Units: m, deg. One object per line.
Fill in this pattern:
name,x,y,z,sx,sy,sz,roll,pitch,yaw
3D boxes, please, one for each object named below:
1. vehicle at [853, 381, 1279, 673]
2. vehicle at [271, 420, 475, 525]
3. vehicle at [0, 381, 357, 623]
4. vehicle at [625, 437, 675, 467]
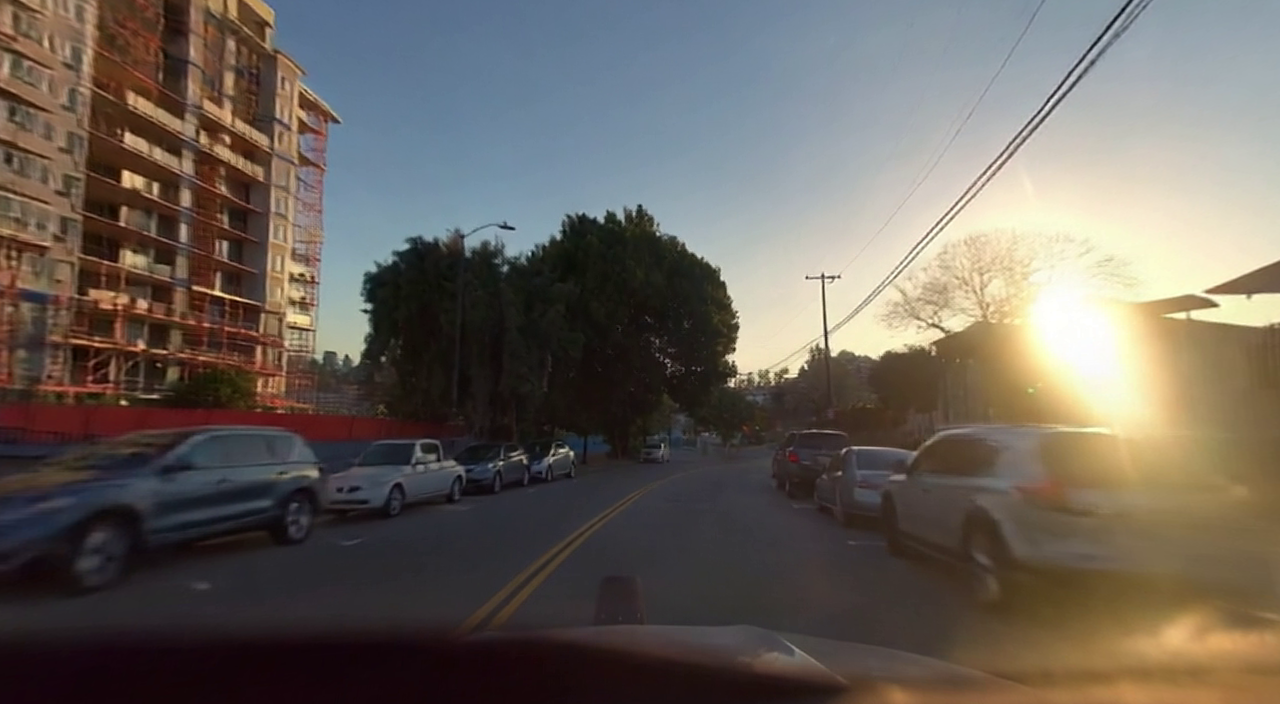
vehicle,3.884,1.447,6.429,2.084,1.804,4.882,-1,-9,5
vehicle,-5.558,2.565,14.016,1.976,1.886,4.831,-1,-9,6
vehicle,-5.910,1.539,7.392,2.194,1.861,5.725,-1,-9,4
vehicle,0.749,6.686,42.159,1.953,1.871,4.712,-3,-9,19
